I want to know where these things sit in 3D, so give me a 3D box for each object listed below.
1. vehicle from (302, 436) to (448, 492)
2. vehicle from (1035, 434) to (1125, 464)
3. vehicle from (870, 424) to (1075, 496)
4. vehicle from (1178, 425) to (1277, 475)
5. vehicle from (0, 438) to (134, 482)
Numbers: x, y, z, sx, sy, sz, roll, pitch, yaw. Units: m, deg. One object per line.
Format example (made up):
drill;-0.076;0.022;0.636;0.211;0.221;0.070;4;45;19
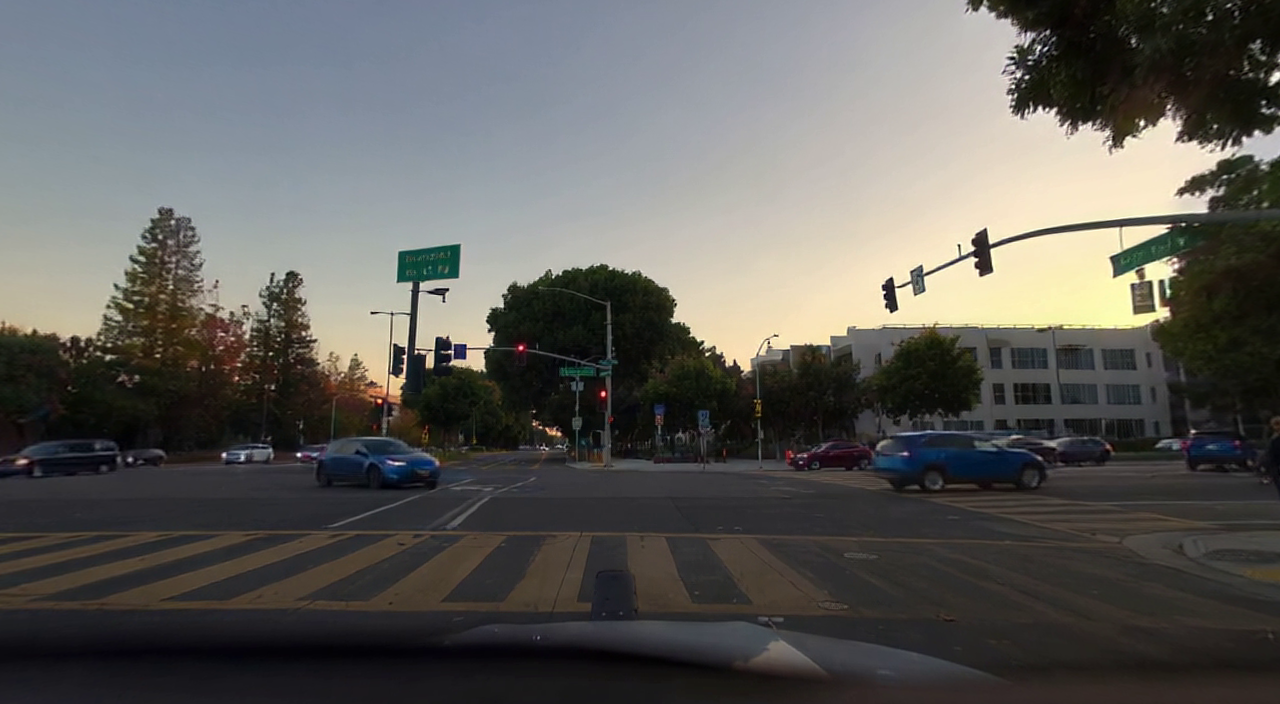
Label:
vehicle;-8.248;3.403;19.585;4.312;1.540;2.007;-6;-10;33
vehicle;27.753;6.149;40.085;2.156;1.719;4.780;0;-8;-2
vehicle;9.016;2.928;17.374;4.509;1.821;2.066;1;-9;-9
vehicle;23.723;3.984;25.786;2.457;1.777;6.196;-7;-11;39
vehicle;-23.558;4.372;25.831;1.951;1.609;4.693;0;-8;-2
